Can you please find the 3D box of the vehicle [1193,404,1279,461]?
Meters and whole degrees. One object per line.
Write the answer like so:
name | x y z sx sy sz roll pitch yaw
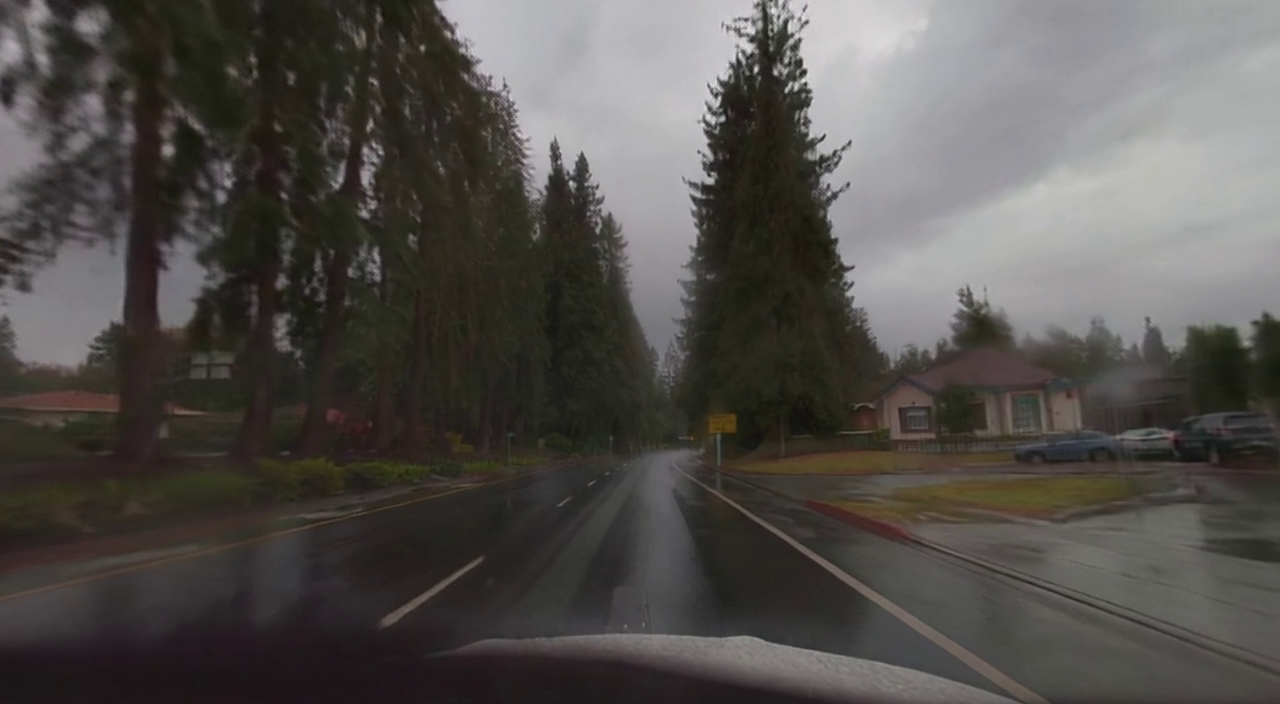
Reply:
vehicle | 21.912 2.926 22.602 1.889 1.853 4.207 -4 -9 25
